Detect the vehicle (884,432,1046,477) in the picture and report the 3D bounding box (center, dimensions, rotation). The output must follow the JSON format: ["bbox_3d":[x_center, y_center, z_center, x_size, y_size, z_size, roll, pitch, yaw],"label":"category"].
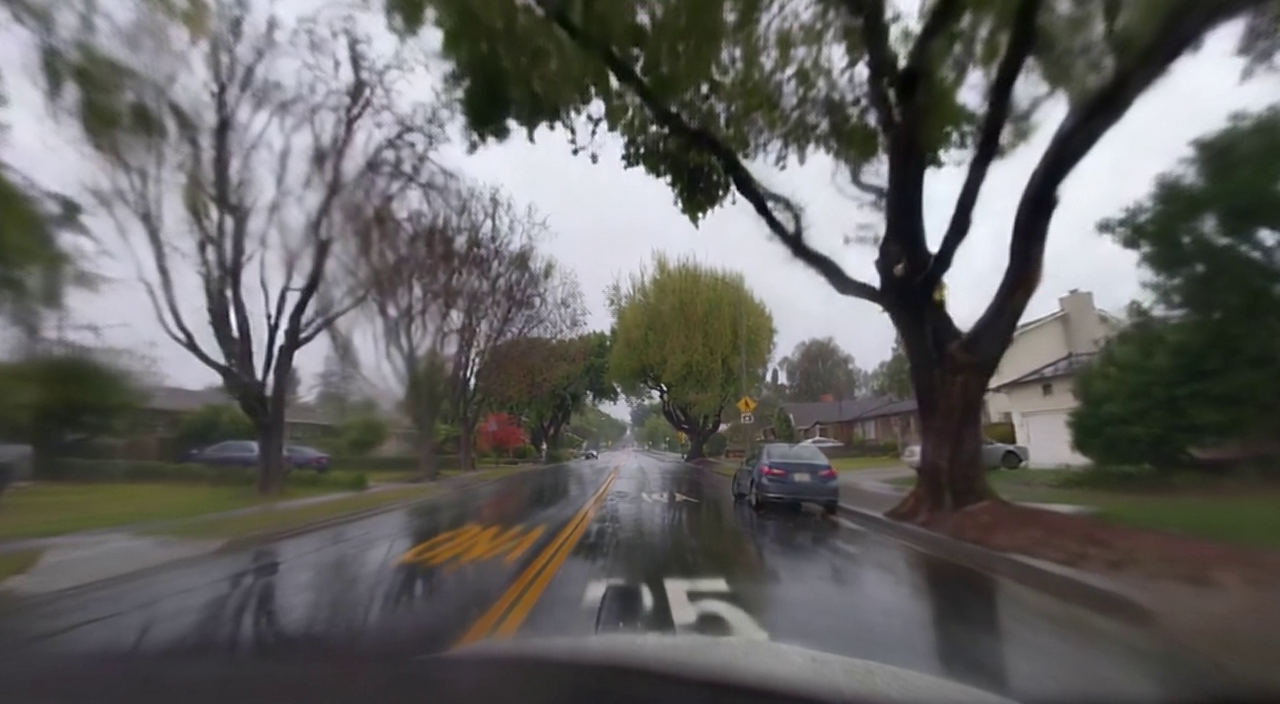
[{"bbox_3d":[11.282,3.583,22.220,4.472,1.481,2.143,0,-8,0],"label":"vehicle"}]

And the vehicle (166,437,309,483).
[{"bbox_3d":[-16.147,4.336,25.551,4.331,1.738,2.067,0,-9,1],"label":"vehicle"}]

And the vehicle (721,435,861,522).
[{"bbox_3d":[3.152,2.725,14.279,1.988,1.618,4.567,0,-8,-1],"label":"vehicle"}]
